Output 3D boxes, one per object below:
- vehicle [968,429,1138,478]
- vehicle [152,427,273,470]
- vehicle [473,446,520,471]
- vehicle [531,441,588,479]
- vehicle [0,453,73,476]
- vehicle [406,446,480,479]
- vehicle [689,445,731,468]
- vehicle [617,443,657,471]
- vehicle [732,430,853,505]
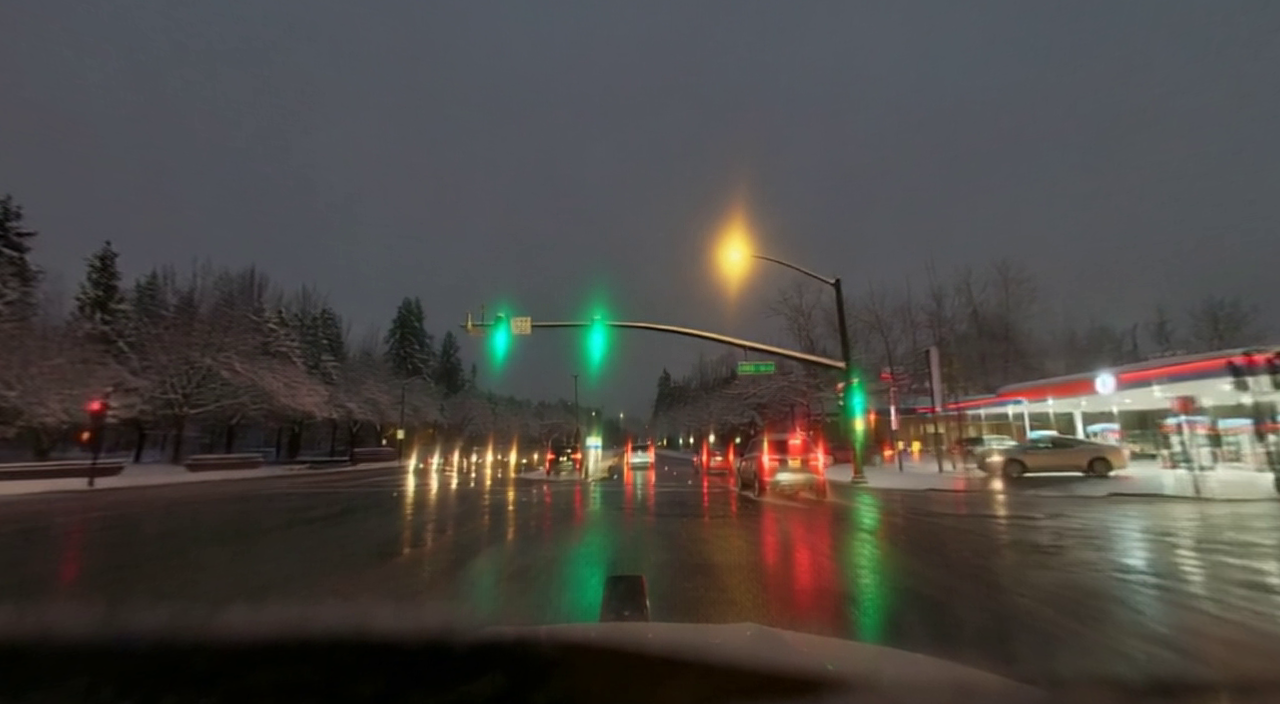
[{"bbox_3d":[17.875,4.420,27.535,5.585,1.866,2.607,-1,-9,-3],"label":"vehicle"},{"bbox_3d":[-33.717,7.627,49.924,7.339,3.284,2.857,0,-9,-1],"label":"vehicle"},{"bbox_3d":[-9.022,6.698,39.936,2.001,1.461,3.859,-1,-8,2],"label":"vehicle"},{"bbox_3d":[-3.632,4.944,29.147,2.023,1.607,4.086,0,-8,0],"label":"vehicle"},{"bbox_3d":[-45.898,8.453,47.461,2.061,1.595,4.565,0,-9,-1],"label":"vehicle"},{"bbox_3d":[-9.553,5.377,31.002,2.023,1.433,4.699,0,-8,1],"label":"vehicle"},{"bbox_3d":[4.630,6.981,42.334,2.174,1.462,4.400,0,-8,-2],"label":"vehicle"},{"bbox_3d":[-0.156,5.937,35.804,2.104,1.477,4.591,0,-8,0],"label":"vehicle"},{"bbox_3d":[3.763,2.931,16.424,2.022,1.683,4.171,0,-8,-1],"label":"vehicle"}]
